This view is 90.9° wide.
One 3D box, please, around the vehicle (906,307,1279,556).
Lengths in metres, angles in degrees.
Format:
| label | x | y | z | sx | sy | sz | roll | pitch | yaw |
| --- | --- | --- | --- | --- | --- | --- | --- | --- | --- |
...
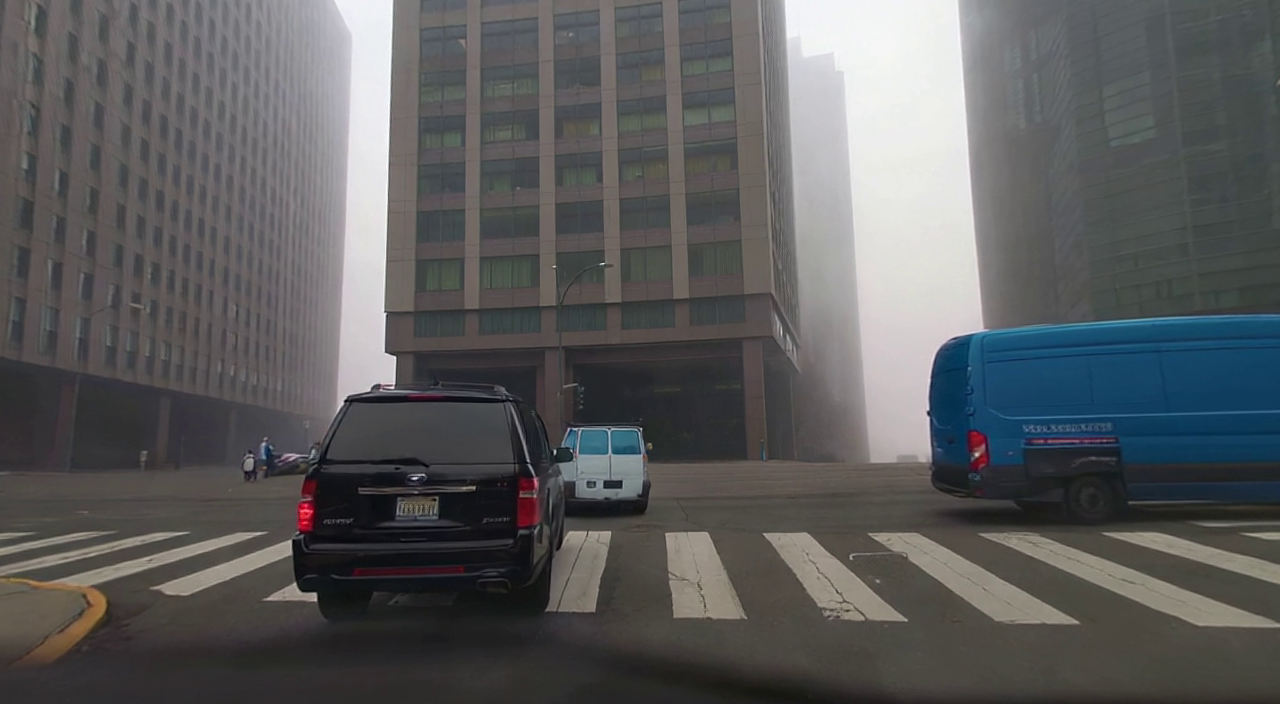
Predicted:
| label | x | y | z | sx | sy | sz | roll | pitch | yaw |
| --- | --- | --- | --- | --- | --- | --- | --- | --- | --- |
| vehicle | 7.537 | 1.025 | 8.215 | 6.932 | 2.753 | 2.446 | 0 | -9 | 1 |

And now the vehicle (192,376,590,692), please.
| label | x | y | z | sx | sy | sz | roll | pitch | yaw |
| --- | --- | --- | --- | --- | --- | --- | --- | --- | --- |
| vehicle | -1.641 | 1.318 | 5.714 | 2.144 | 1.733 | 4.115 | 1 | -9 | -7 |
